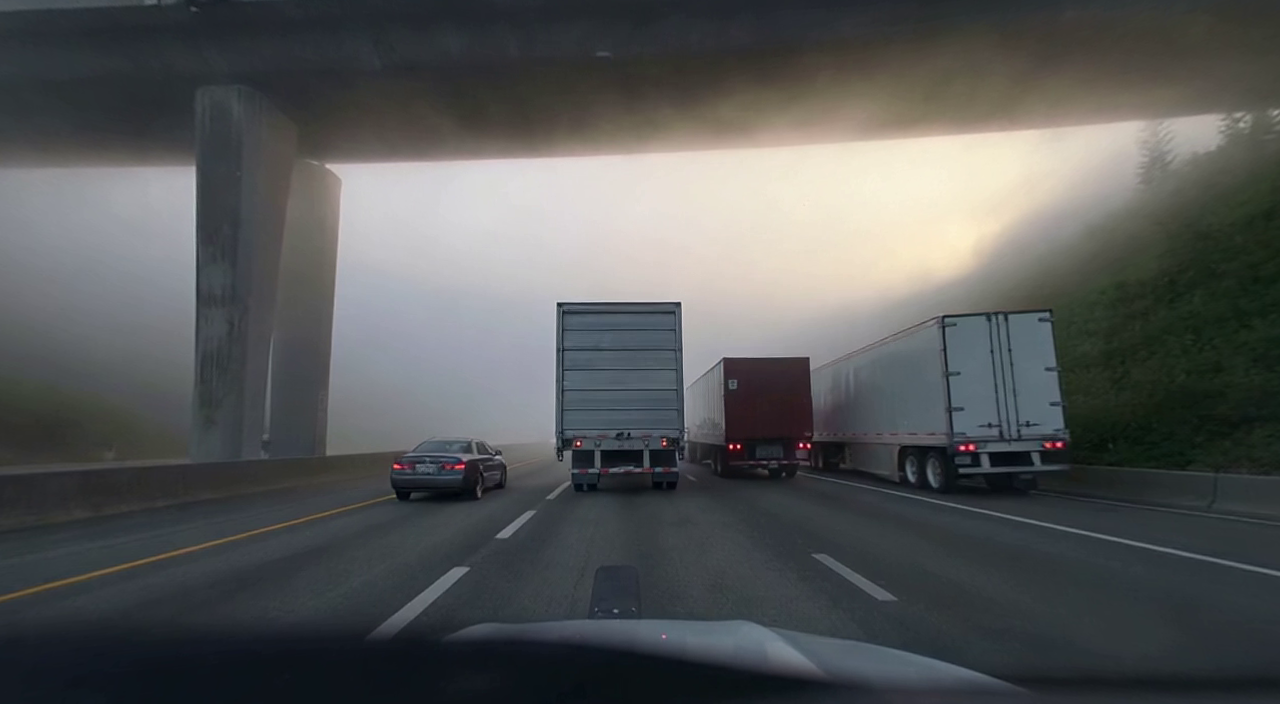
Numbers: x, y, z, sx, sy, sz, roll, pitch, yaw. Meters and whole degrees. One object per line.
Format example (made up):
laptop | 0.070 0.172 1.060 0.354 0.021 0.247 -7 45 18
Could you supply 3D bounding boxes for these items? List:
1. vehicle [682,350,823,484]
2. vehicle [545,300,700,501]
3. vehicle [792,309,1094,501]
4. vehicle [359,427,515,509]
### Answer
vehicle | 3.648 2.635 24.085 2.817 3.886 11.491 0 -8 -2
vehicle | -0.483 1.663 18.079 3.090 4.065 10.702 0 -8 -1
vehicle | 7.994 1.968 19.984 3.000 4.114 13.063 0 -8 -1
vehicle | -4.097 2.386 13.478 2.049 1.483 3.786 0 -8 0
